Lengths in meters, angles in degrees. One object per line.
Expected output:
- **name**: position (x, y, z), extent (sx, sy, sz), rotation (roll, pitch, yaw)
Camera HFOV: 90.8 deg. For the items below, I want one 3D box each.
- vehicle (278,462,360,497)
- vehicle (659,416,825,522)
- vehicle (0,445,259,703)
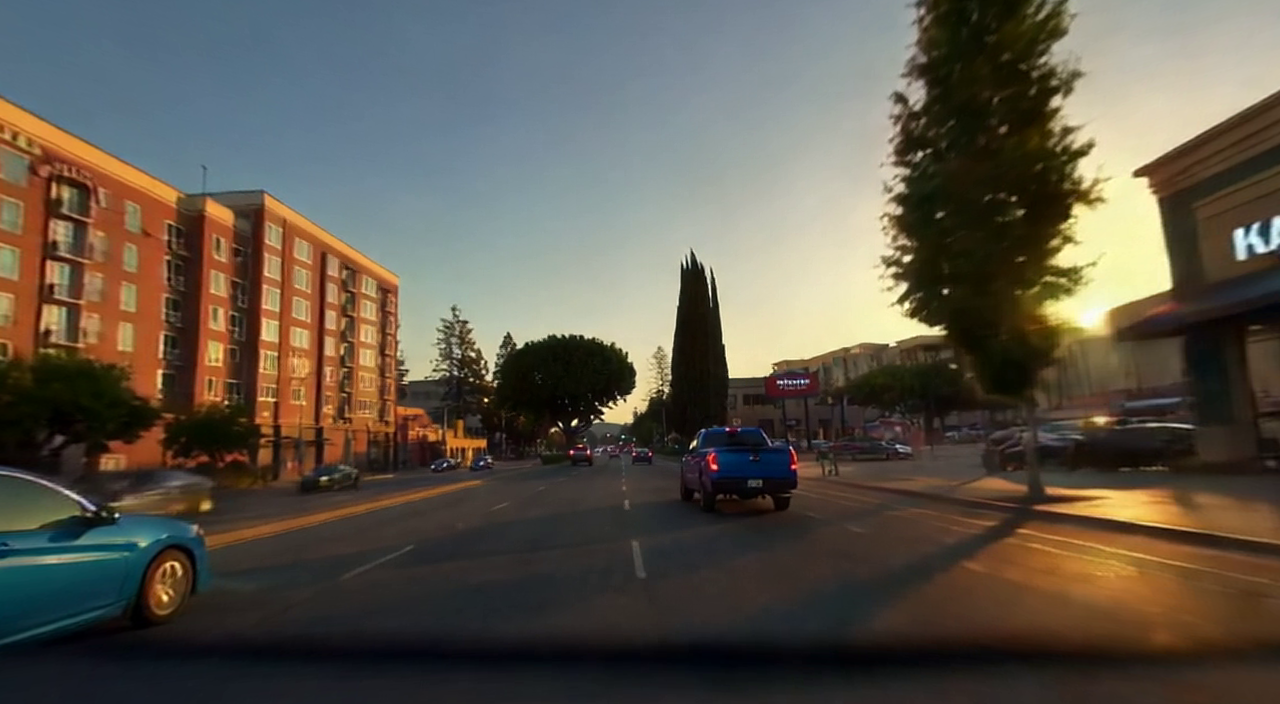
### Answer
- **vehicle**: position (-15.585, 6.171, 30.959), extent (1.826, 1.455, 4.412), rotation (0, -8, -2)
- **vehicle**: position (1.984, 2.589, 14.620), extent (2.590, 1.932, 5.776), rotation (0, -8, -3)
- **vehicle**: position (-4.037, 1.156, 2.908), extent (1.888, 1.424, 4.553), rotation (0, -8, -2)
